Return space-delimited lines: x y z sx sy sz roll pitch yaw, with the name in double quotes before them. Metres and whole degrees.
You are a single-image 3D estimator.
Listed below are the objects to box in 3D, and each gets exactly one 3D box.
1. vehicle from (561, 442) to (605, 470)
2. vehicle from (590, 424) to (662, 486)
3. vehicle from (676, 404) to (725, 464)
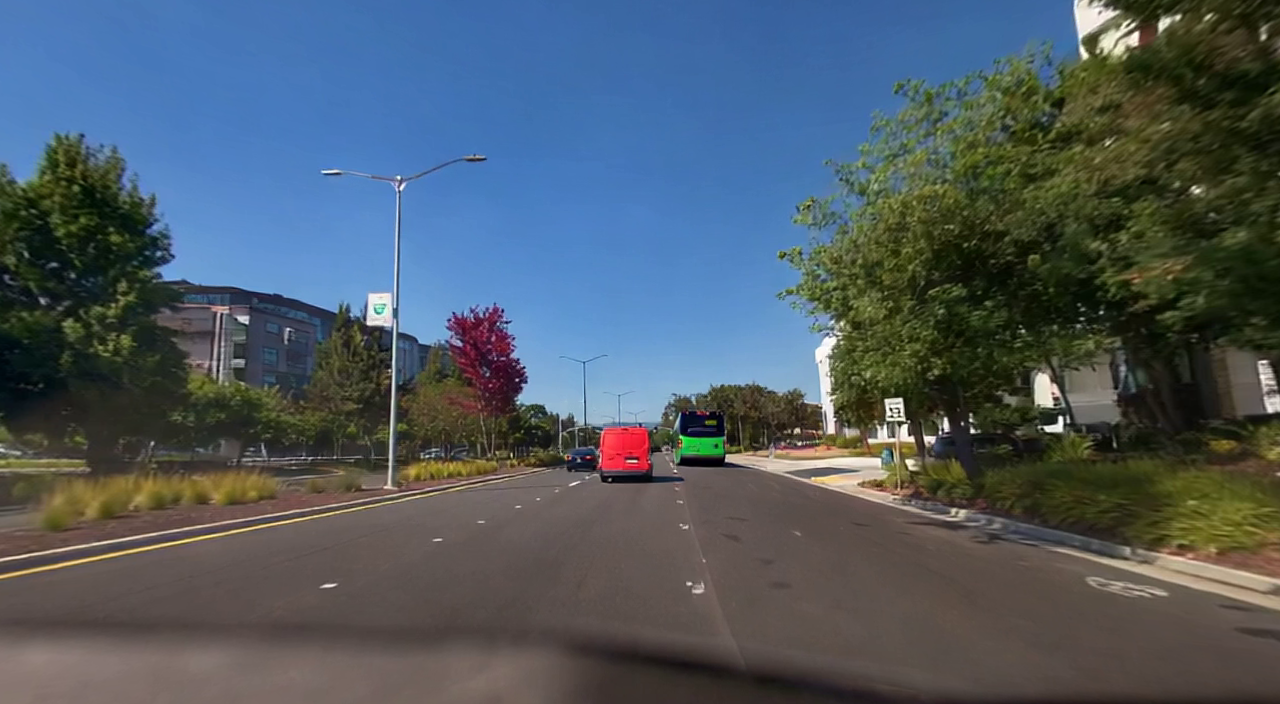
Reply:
"vehicle" -3.459 6.453 39.361 2.109 1.672 4.256 -1 -9 3
"vehicle" -0.391 3.937 24.359 2.336 2.122 5.207 -1 -9 3
"vehicle" 4.431 6.468 48.903 2.970 4.005 13.429 -1 -9 2
